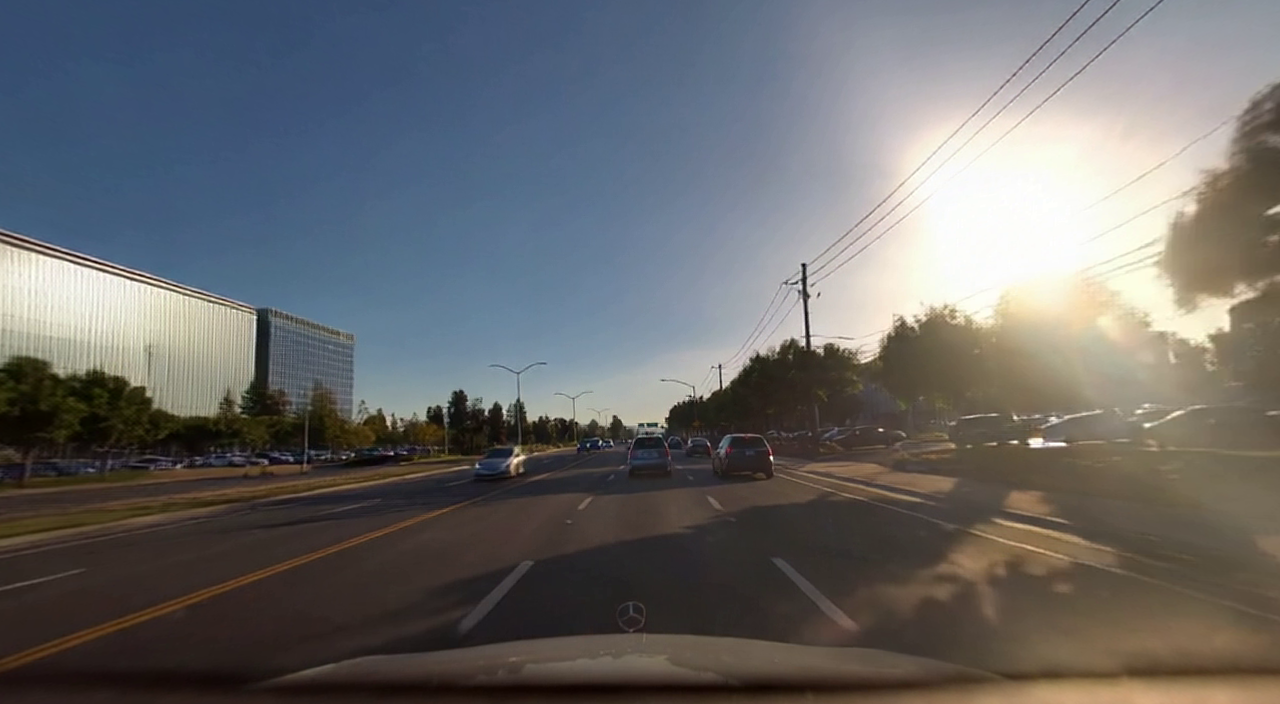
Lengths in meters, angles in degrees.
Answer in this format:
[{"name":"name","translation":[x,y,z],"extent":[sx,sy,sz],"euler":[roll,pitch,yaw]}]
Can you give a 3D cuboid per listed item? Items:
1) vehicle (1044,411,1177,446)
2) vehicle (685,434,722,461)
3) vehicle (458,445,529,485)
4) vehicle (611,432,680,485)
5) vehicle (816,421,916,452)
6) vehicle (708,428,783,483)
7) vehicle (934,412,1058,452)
[{"name":"vehicle","translation":[21.756,3.560,29.272],"extent":[4.641,1.477,1.844],"euler":[-1,-8,-1]},{"name":"vehicle","translation":[4.202,6.421,42.372],"extent":[2.024,1.711,4.512],"euler":[0,-8,0]},{"name":"vehicle","translation":[-6.153,4.766,27.024],"extent":[1.947,1.541,4.280],"euler":[0,-8,1]},{"name":"vehicle","translation":[0.208,3.678,22.133],"extent":[2.200,1.653,4.127],"euler":[0,-8,1]},{"name":"vehicle","translation":[15.192,5.694,42.501],"extent":[5.731,1.720,2.822],"euler":[-8,-10,31]},{"name":"vehicle","translation":[3.578,3.586,22.070],"extent":[1.914,1.698,4.049],"euler":[0,-8,0]},{"name":"vehicle","translation":[16.101,3.669,28.687],"extent":[4.392,1.709,2.002],"euler":[0,-8,-2]}]
